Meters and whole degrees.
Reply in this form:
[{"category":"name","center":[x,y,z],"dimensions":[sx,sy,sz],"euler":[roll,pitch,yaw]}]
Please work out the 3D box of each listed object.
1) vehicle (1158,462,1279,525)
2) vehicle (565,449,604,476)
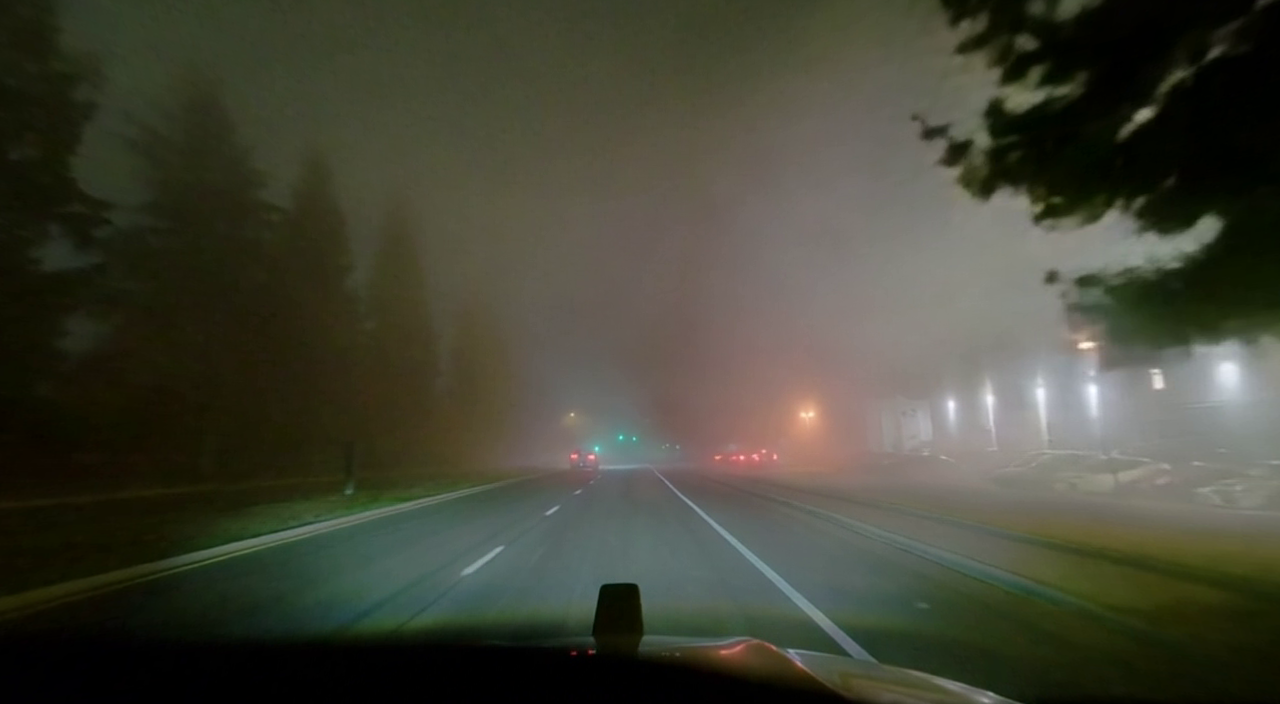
[{"category":"vehicle","center":[16.282,3.609,16.397],"dimensions":[4.172,1.407,1.931],"euler":[1,-9,-8]},{"category":"vehicle","center":[-3.339,6.788,38.965],"dimensions":[2.030,1.550,3.925],"euler":[0,-9,0]}]
